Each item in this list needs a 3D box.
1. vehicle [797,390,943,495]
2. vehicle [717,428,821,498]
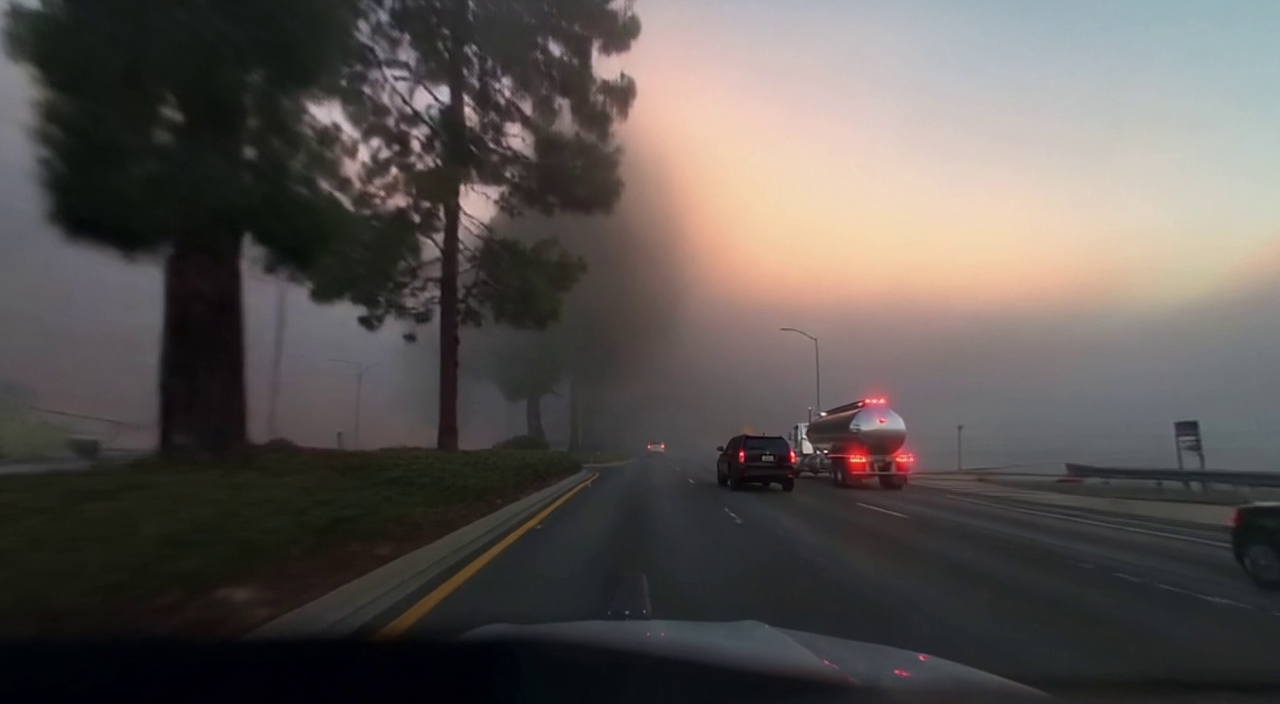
[{"bbox_3d":[7.898,3.249,22.671,2.849,3.207,6.275,0,-8,0],"label":"vehicle"},{"bbox_3d":[3.514,3.121,18.113,2.045,1.729,4.532,0,-8,0],"label":"vehicle"}]
